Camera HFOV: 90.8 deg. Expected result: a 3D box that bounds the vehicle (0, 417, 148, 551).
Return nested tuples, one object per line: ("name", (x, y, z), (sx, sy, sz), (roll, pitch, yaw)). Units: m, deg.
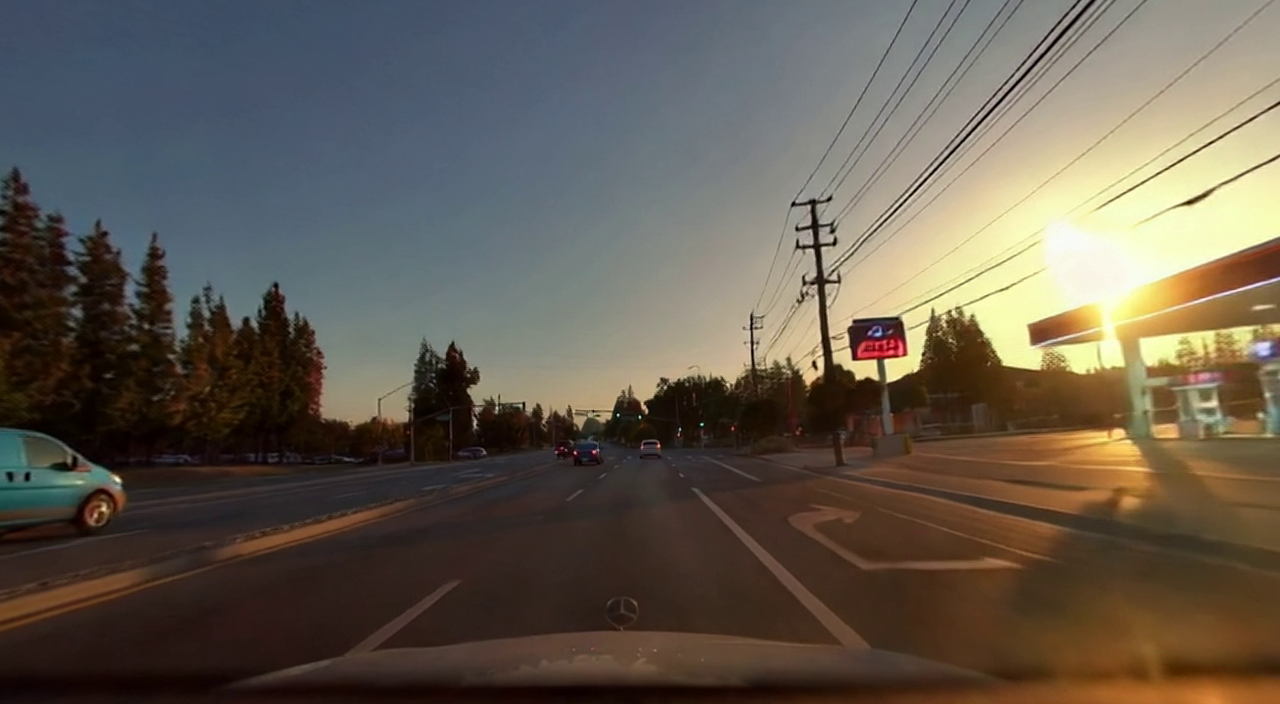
("vehicle", (-9.964, 1.845, 8.791), (2.149, 1.848, 4.961), (0, -8, 1))
